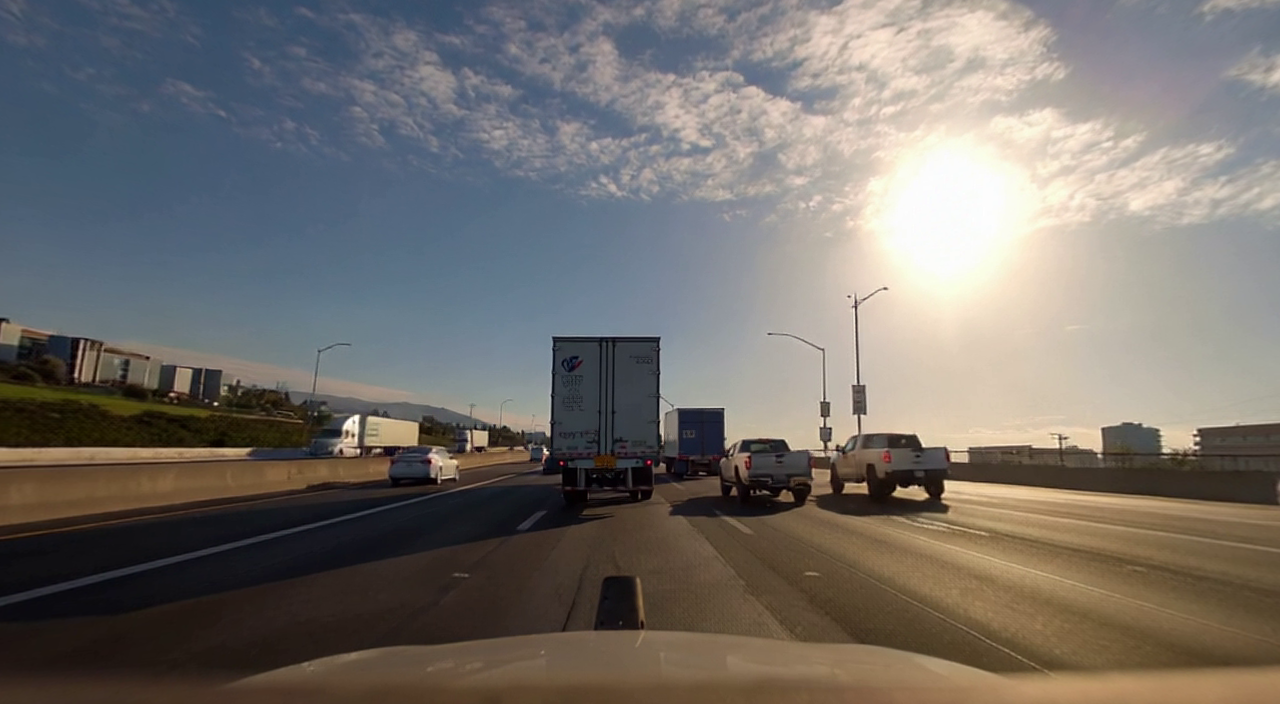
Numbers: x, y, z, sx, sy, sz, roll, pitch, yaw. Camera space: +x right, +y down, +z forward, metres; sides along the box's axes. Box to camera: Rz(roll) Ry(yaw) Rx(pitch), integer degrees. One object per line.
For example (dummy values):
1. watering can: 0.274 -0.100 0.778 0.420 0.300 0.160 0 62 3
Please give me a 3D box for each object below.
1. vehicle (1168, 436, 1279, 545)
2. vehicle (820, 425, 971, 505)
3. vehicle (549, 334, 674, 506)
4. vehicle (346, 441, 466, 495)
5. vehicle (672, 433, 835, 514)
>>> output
1. vehicle: 9.762 1.765 7.828 2.002 1.472 4.950 0 -9 -3
2. vehicle: 6.792 3.060 17.456 2.070 1.888 4.546 0 -9 -2
3. vehicle: -0.697 2.377 20.243 2.906 4.040 10.743 0 -9 0
4. vehicle: -7.180 3.596 20.003 1.973 1.471 4.779 0 -9 0
5. vehicle: 3.113 4.068 22.684 2.869 1.940 14.755 0 -9 -1
